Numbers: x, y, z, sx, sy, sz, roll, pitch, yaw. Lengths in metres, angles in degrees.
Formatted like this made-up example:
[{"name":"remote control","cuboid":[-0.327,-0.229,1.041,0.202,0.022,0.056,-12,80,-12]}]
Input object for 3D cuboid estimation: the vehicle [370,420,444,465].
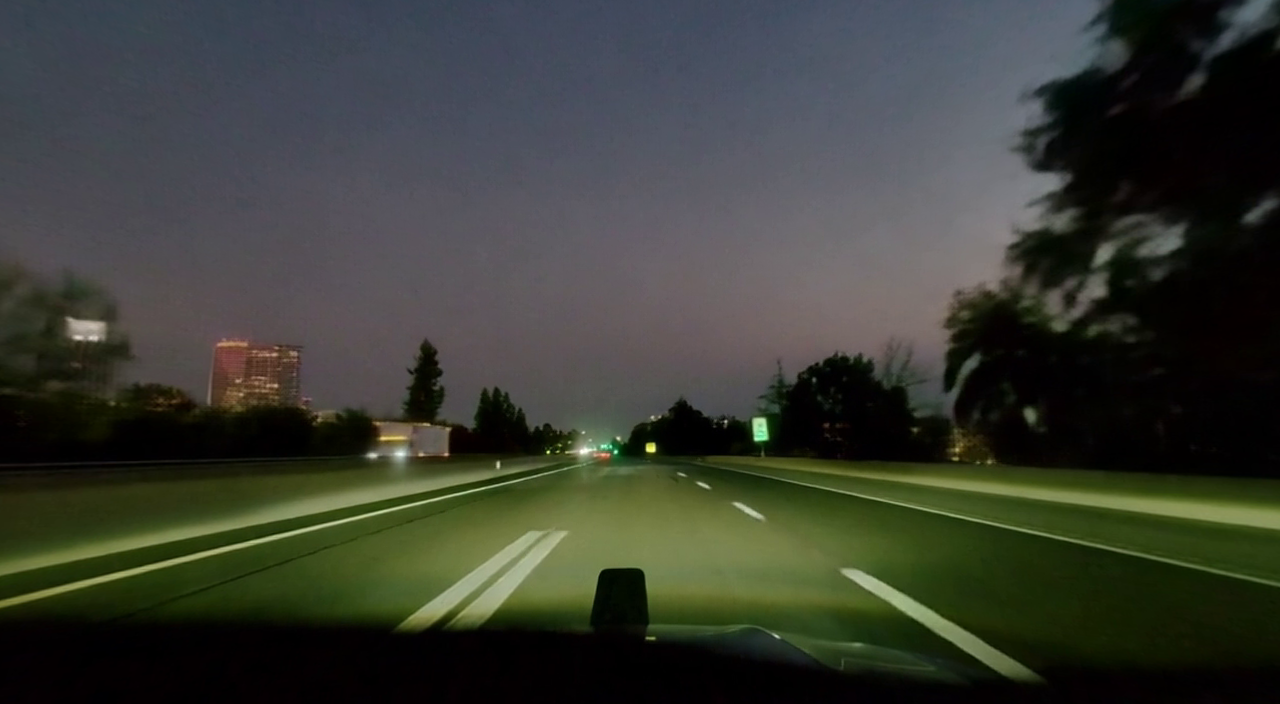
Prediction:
[{"name":"vehicle","cuboid":[-17.578,6.976,48.230,2.685,3.137,7.722,0,-9,0]}]
